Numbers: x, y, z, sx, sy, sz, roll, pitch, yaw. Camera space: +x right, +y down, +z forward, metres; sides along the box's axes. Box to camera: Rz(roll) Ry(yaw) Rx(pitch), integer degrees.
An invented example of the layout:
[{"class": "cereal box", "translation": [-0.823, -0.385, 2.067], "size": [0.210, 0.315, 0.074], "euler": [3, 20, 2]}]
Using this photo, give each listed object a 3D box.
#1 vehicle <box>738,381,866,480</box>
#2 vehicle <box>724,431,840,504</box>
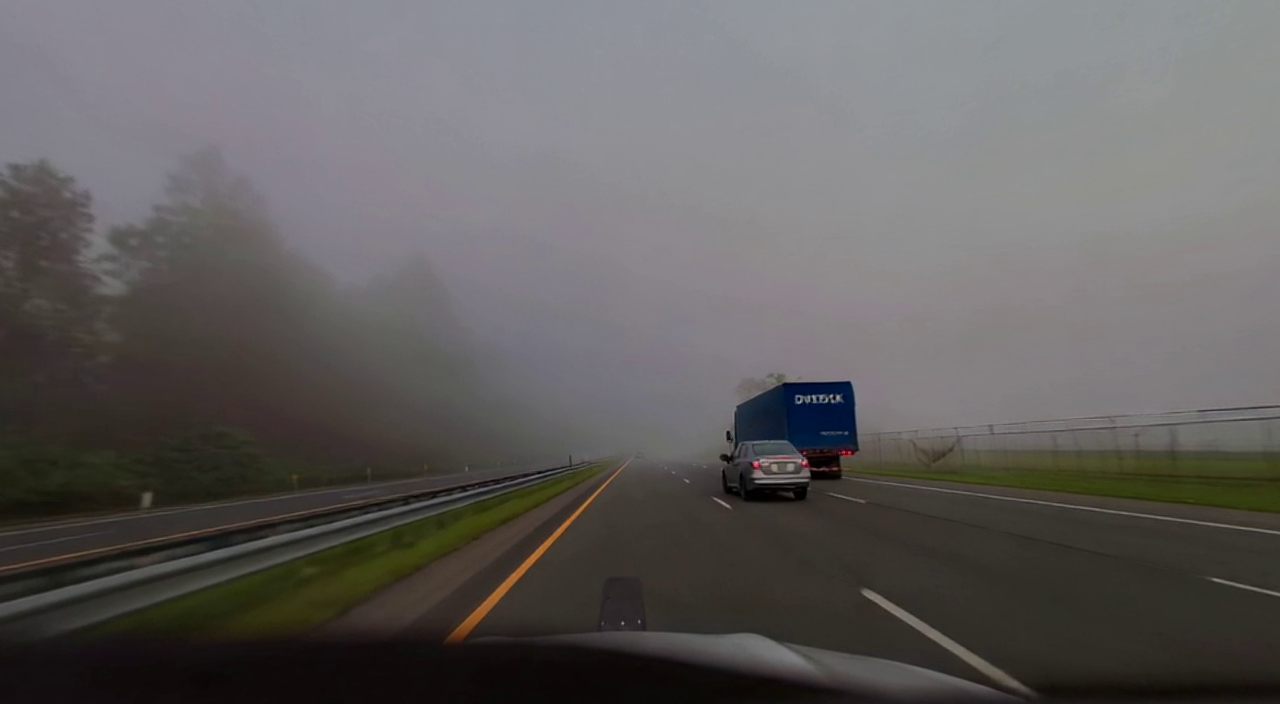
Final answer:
[{"class": "vehicle", "translation": [7.994, 4.426, 34.000], "size": [3.088, 4.217, 14.033], "euler": [0, -9, 0]}, {"class": "vehicle", "translation": [3.711, 3.113, 17.333], "size": [2.093, 1.742, 4.167], "euler": [0, -9, -1]}]
